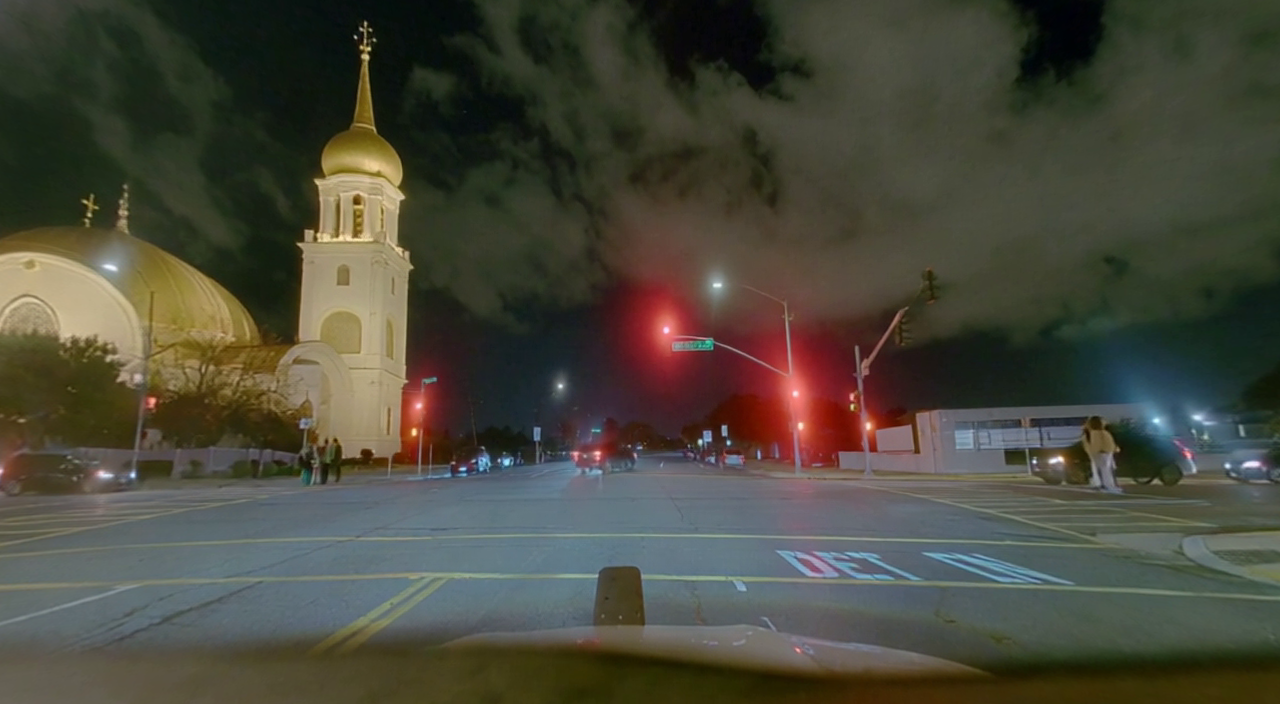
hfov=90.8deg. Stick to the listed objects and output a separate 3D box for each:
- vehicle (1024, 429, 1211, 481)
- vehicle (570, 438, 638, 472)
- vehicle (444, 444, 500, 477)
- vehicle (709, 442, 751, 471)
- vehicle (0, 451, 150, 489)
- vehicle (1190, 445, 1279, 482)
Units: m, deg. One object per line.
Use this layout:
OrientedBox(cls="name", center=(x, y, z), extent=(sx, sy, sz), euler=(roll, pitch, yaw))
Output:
OrientedBox(cls="vehicle", center=(19.888, 4.305, 26.568), extent=(5.852, 2.057, 2.361), euler=(0, -8, 0))
OrientedBox(cls="vehicle", center=(-1.840, 5.513, 34.016), extent=(2.051, 1.724, 4.567), euler=(-3, -9, 19))
OrientedBox(cls="vehicle", center=(-10.227, 6.613, 38.945), extent=(2.076, 1.876, 4.669), euler=(0, -8, 1))
OrientedBox(cls="vehicle", center=(5.835, 6.851, 41.509), extent=(1.969, 1.776, 4.329), euler=(0, -8, -2))
OrientedBox(cls="vehicle", center=(-23.348, 4.864, 26.220), extent=(4.479, 1.476, 1.873), euler=(0, -8, 1))
OrientedBox(cls="vehicle", center=(26.389, 4.680, 26.676), extent=(4.561, 1.475, 1.850), euler=(0, -8, 0))
